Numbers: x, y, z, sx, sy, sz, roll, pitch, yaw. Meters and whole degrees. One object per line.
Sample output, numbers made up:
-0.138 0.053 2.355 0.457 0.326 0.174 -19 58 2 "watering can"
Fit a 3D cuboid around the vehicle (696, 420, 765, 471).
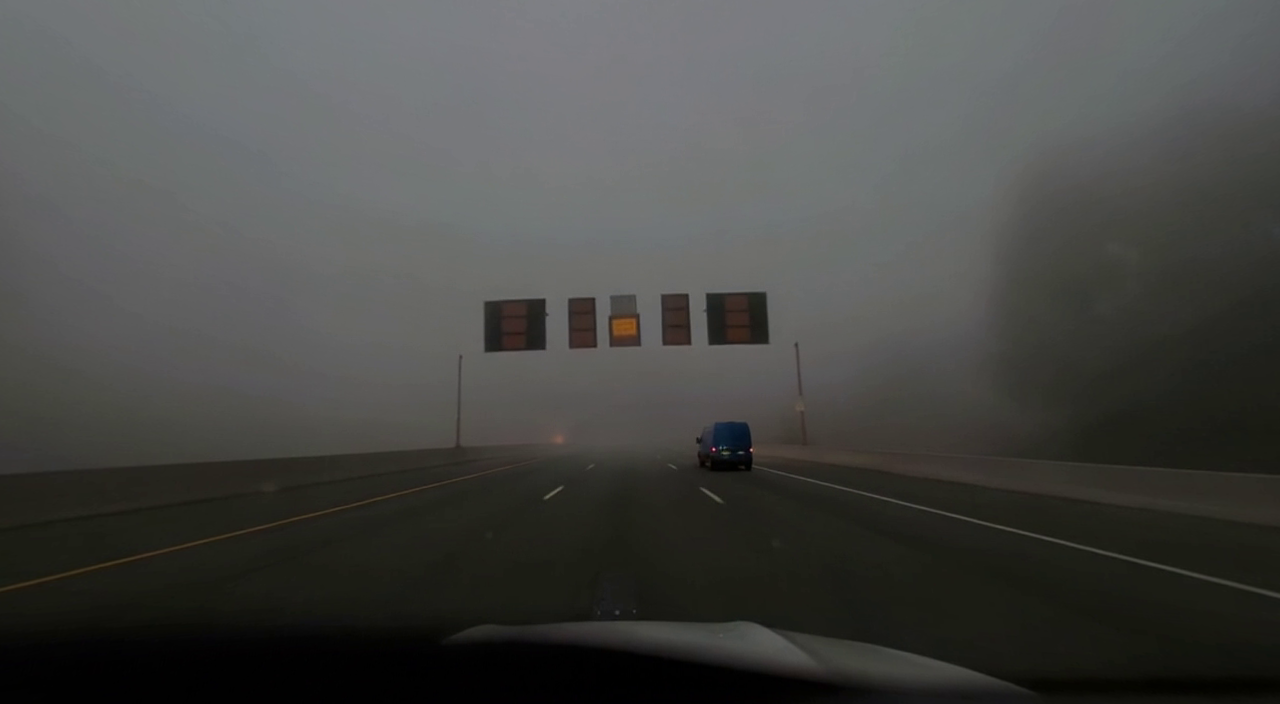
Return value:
3.772 4.018 27.211 2.161 2.002 4.631 0 -8 -2 "vehicle"
